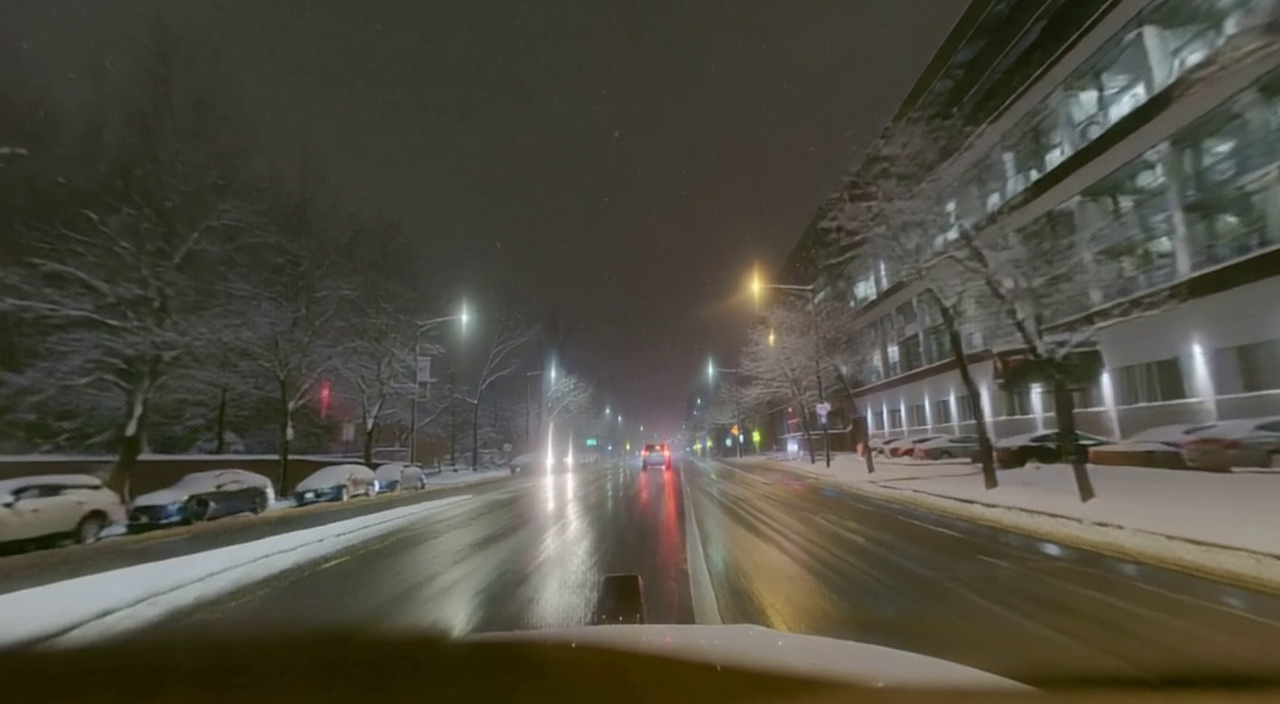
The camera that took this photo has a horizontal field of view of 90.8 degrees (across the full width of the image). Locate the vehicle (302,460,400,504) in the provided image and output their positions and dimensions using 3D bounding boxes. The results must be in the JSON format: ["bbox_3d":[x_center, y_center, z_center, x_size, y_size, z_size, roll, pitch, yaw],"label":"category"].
[{"bbox_3d":[-12.283,5.528,27.205,1.997,1.668,4.084,-1,-9,5],"label":"vehicle"}]

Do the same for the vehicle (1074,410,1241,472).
[{"bbox_3d":[16.056,2.854,20.040,2.050,1.573,5.029,-6,-10,15],"label":"vehicle"}]

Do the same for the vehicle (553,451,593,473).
[{"bbox_3d":[-4.712,7.788,44.989,1.993,1.463,4.265,-1,-9,5],"label":"vehicle"}]

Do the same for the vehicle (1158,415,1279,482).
[{"bbox_3d":[14.588,2.200,14.563,3.556,1.414,1.851,-1,-9,2],"label":"vehicle"}]

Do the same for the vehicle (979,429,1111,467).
[{"bbox_3d":[16.154,3.867,25.398,3.620,1.412,2.472,-1,-9,3],"label":"vehicle"}]

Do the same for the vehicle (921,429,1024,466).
[{"bbox_3d":[16.129,4.691,30.798,3.922,1.420,1.784,-5,-10,4],"label":"vehicle"}]

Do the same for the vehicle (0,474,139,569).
[{"bbox_3d":[-12.934,3.398,12.569,1.984,1.635,4.525,-4,-9,5],"label":"vehicle"}]

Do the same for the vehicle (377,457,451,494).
[{"bbox_3d":[-11.882,6.501,33.577,2.016,1.627,4.742,-2,-8,3],"label":"vehicle"}]

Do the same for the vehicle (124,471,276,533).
[{"bbox_3d":[-12.740,4.317,18.608,1.646,1.462,3.740,-1,-9,2],"label":"vehicle"}]

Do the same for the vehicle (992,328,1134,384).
[{"bbox_3d":[15.369,0.172,23.124,3.766,1.708,1.810,-1,-9,5],"label":"vehicle"}]

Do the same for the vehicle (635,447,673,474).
[{"bbox_3d":[0.873,6.231,36.625,2.051,1.454,4.132,-1,-9,3],"label":"vehicle"}]
